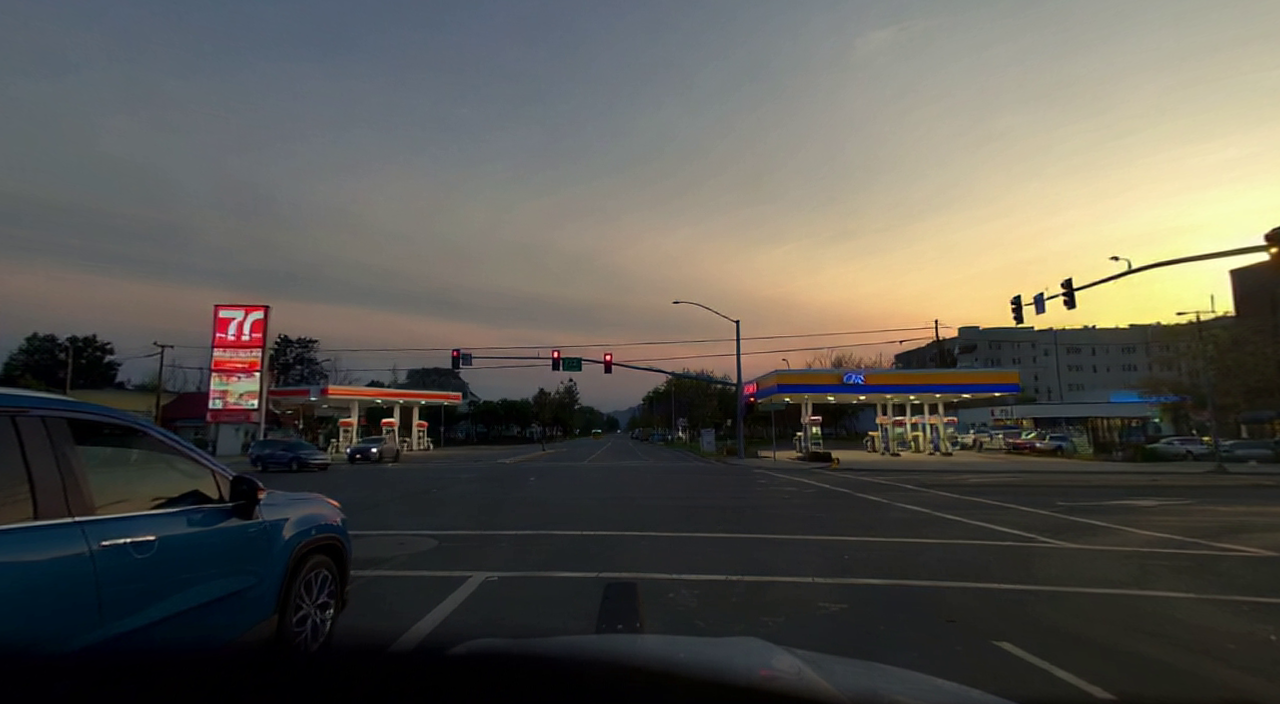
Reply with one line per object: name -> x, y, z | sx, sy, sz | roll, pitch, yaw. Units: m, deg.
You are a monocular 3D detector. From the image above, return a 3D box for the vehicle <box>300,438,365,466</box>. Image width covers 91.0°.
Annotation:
vehicle -> -20.473, 6.675, 42.137 | 2.004, 1.699, 4.486 | 0, -9, 1

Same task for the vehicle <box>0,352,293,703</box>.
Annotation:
vehicle -> -3.422, 0.805, 2.035 | 2.053, 1.690, 4.364 | 0, -9, 1
